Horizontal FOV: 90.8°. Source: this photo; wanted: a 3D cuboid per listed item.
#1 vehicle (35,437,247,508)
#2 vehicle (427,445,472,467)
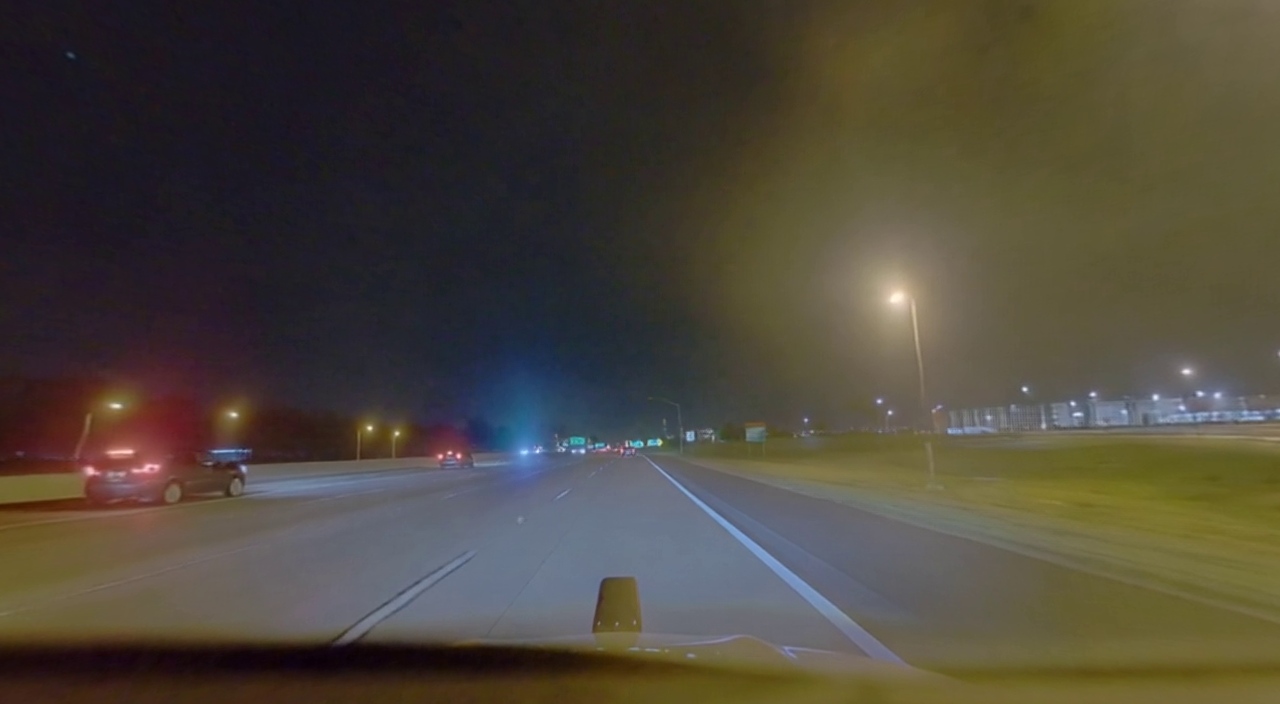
[{"bbox_3d":[-14.327,3.457,18.710,2.049,1.792,5.177,0,-9,0],"label":"vehicle"},{"bbox_3d":[-14.796,8.102,49.296,2.057,1.619,4.443,0,-9,0],"label":"vehicle"}]
